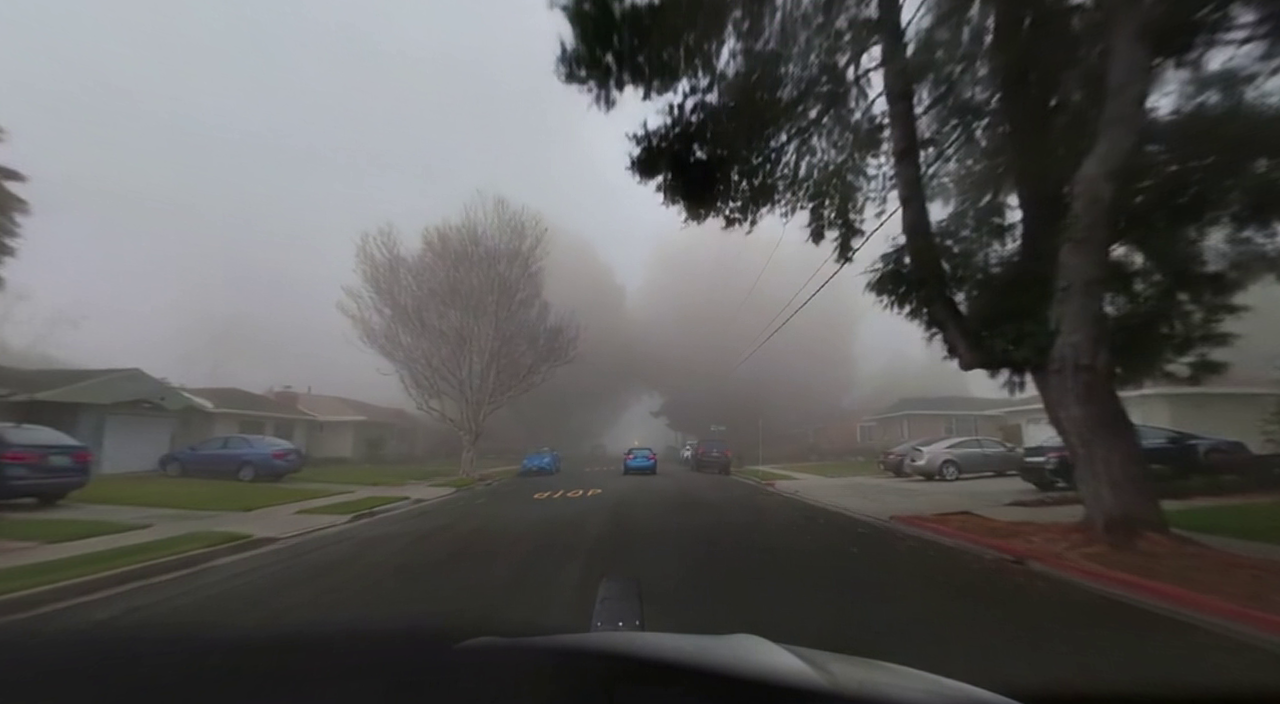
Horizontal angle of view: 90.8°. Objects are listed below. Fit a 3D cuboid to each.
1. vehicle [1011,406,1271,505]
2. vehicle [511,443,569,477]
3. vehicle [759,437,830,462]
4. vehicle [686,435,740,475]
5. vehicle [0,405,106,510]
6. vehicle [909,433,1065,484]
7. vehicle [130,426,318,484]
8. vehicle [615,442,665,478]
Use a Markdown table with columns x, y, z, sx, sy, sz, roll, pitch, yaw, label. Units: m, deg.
| x | y | z | sx | sy | sz | roll | pitch | yaw | label |
| --- | --- | --- | --- | --- | --- | --- | --- | --- | --- |
| 12.052 | 2.474 | 15.433 | 4.620 | 1.735 | 1.969 | -6 | -7 | -4 | vehicle |
| -5.062 | 5.520 | 32.543 | 1.984 | 1.498 | 4.508 | -3 | -8 | 3 | vehicle |
| 11.417 | 7.260 | 46.999 | 4.730 | 1.504 | 1.894 | -4 | -8 | 1 | vehicle |
| 3.854 | 5.548 | 34.320 | 2.221 | 1.960 | 4.927 | 0 | -8 | -2 | vehicle |
| -12.862 | 1.901 | 11.454 | 4.510 | 1.728 | 1.997 | 0 | -8 | 1 | vehicle |
| 11.769 | 3.609 | 21.613 | 4.157 | 1.520 | 1.938 | -1 | -8 | -3 | vehicle |
| -12.960 | 3.215 | 19.872 | 4.551 | 1.700 | 1.920 | 0 | -8 | 2 | vehicle |
| 0.013 | 4.716 | 27.810 | 2.000 | 1.449 | 4.006 | 0 | -8 | 0 | vehicle |
